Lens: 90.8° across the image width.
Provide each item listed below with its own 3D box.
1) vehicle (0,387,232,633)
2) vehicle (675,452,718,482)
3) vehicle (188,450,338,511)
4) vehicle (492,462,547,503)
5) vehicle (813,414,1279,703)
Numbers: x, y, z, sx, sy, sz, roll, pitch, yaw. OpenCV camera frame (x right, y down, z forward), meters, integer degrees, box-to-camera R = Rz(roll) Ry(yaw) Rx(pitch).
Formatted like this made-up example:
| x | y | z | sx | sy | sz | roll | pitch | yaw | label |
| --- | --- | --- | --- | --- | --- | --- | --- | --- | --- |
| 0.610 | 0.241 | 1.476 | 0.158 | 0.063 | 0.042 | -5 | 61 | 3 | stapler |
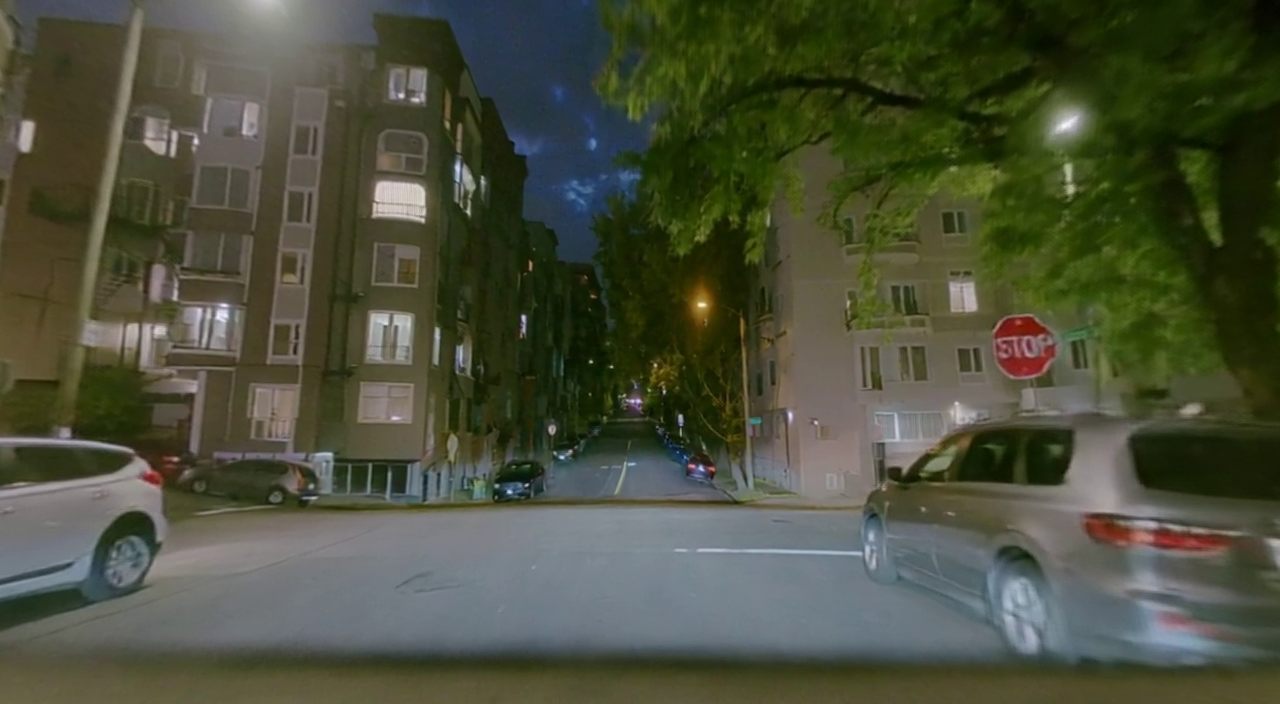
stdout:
| x | y | z | sx | sy | sz | roll | pitch | yaw | label |
| --- | --- | --- | --- | --- | --- | --- | --- | --- | --- |
| -6.069 | 1.322 | 5.241 | 2.076 | 1.913 | 5.060 | -3 | -8 | -1 | vehicle |
| 3.417 | 7.037 | 38.942 | 2.051 | 1.526 | 4.673 | 0 | -7 | -2 | vehicle |
| -13.966 | 4.813 | 23.607 | 4.243 | 1.676 | 1.844 | 6 | -12 | 2 | vehicle |
| -5.884 | 6.404 | 31.314 | 1.987 | 1.662 | 4.141 | -2 | -8 | -1 | vehicle |
| 3.325 | 1.466 | 5.730 | 2.064 | 1.548 | 5.186 | 0 | -8 | 0 | vehicle |
